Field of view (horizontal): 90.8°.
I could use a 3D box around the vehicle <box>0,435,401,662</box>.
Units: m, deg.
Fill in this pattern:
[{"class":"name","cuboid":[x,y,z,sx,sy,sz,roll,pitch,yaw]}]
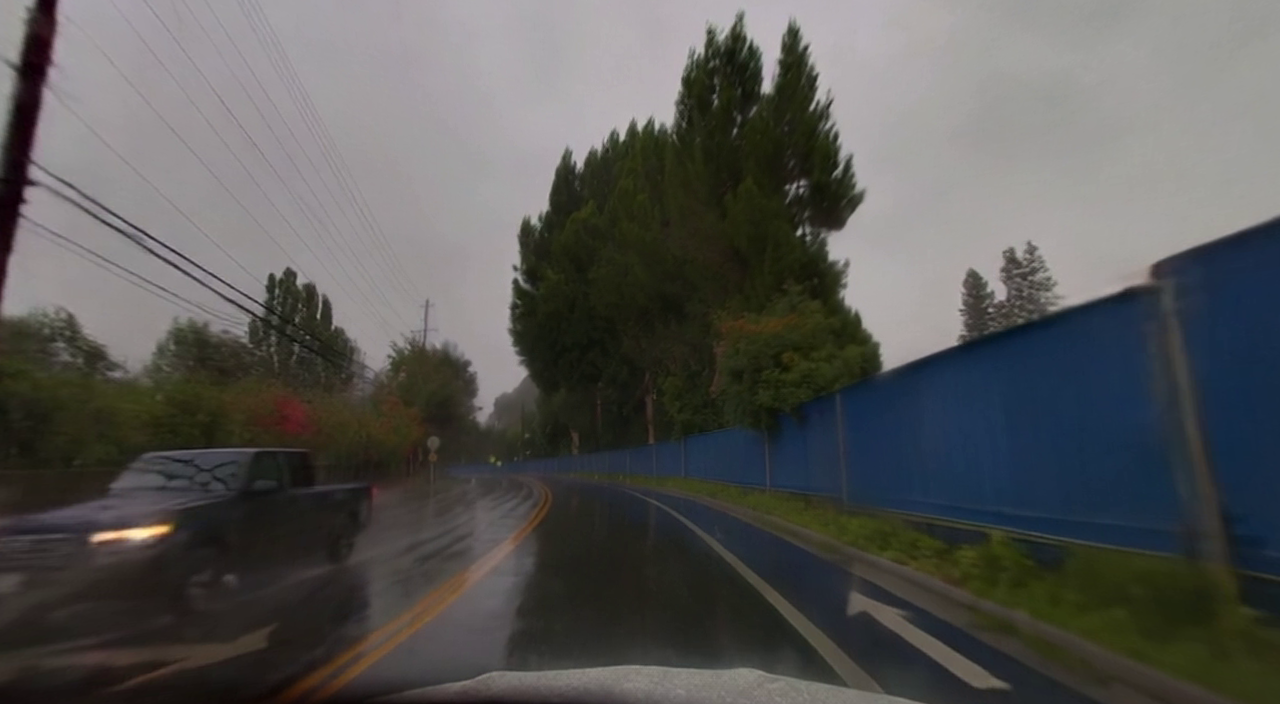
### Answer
[{"class":"vehicle","cuboid":[-4.309,1.650,6.506,2.034,1.479,4.521,0,-9,-2]}]
